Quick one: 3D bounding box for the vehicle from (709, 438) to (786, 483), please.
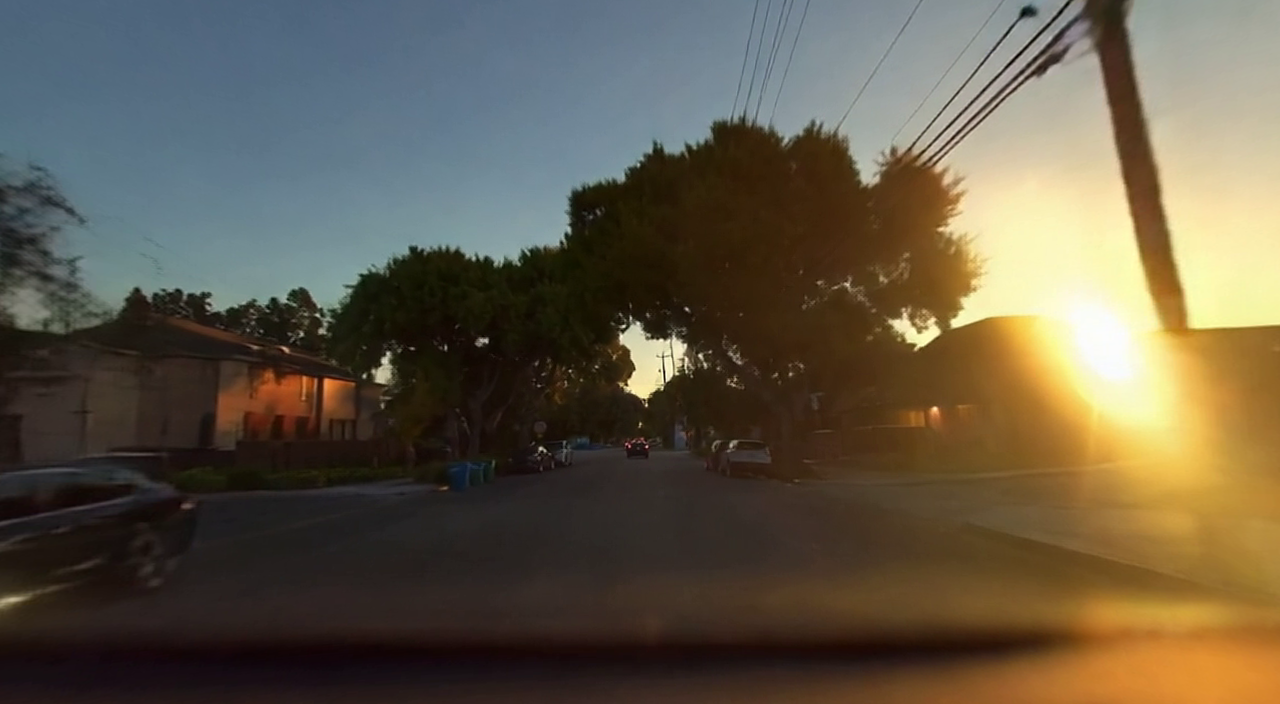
[{"bbox_3d":[4.096,4.225,24.969,2.144,1.572,5.026,0,-8,0],"label":"vehicle"}]

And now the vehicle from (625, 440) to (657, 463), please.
[{"bbox_3d":[0.036,6.965,44.353,2.062,1.509,4.305,-1,-8,-1],"label":"vehicle"}]

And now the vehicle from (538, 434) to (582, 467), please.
[{"bbox_3d":[-5.839,7.265,46.958,2.284,2.119,5.984,-4,-7,1],"label":"vehicle"}]

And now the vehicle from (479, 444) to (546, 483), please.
[{"bbox_3d":[-5.996,5.269,30.406,2.094,1.433,5.740,-4,-7,-2],"label":"vehicle"}]

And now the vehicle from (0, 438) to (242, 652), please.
[{"bbox_3d":[-5.916,1.666,5.479,1.769,1.572,4.990,-4,-6,0],"label":"vehicle"}]
